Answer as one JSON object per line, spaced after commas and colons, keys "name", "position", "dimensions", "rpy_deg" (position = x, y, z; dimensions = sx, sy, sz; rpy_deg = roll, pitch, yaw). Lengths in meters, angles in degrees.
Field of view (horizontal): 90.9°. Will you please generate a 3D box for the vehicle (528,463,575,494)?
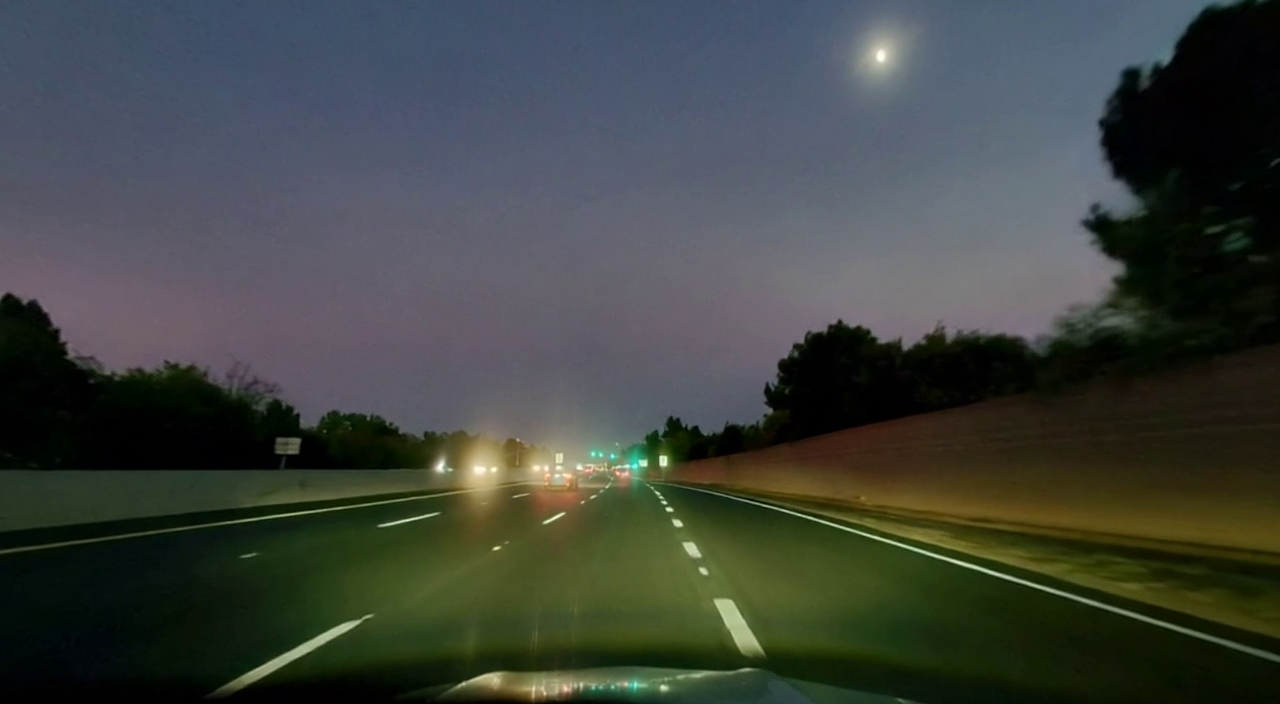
{"name": "vehicle", "position": [-4.945, 7.160, 35.860], "dimensions": [2.039, 1.605, 4.365], "rpy_deg": [1, -10, 0]}
